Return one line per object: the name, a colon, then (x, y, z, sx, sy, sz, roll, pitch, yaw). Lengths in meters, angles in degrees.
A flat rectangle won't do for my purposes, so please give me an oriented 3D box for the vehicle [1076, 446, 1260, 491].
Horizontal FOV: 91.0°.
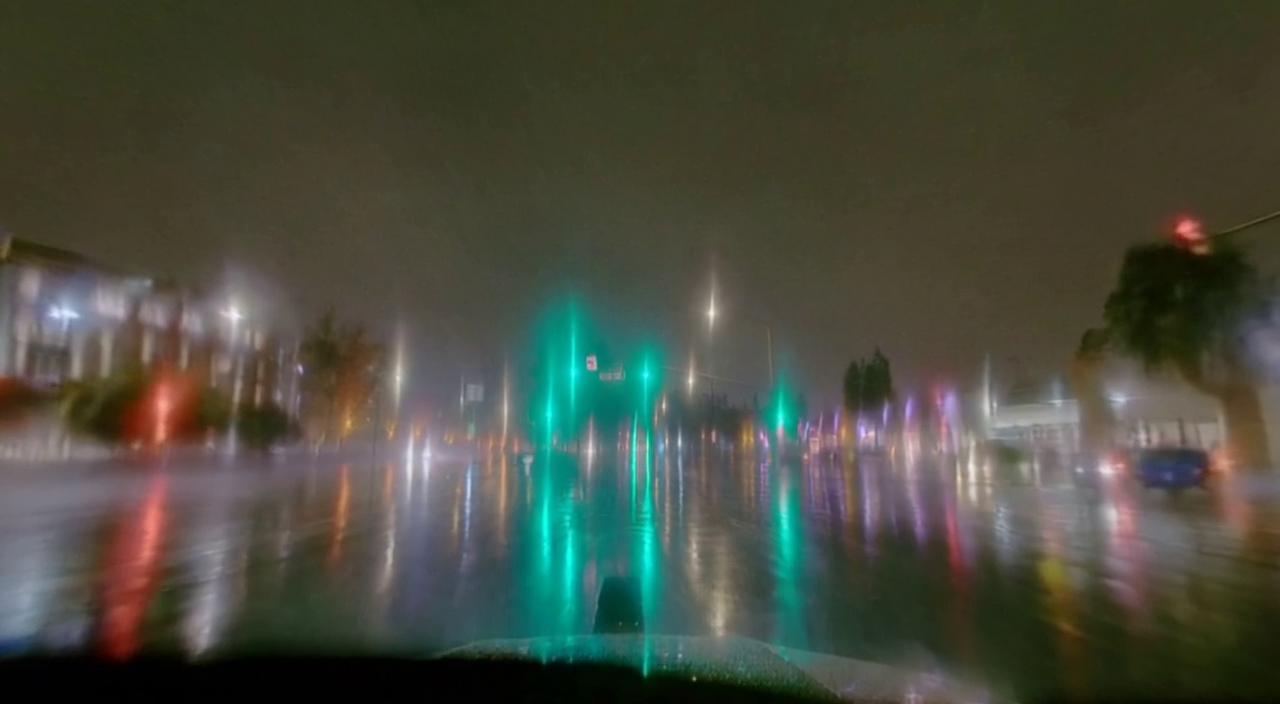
vehicle: (17.800, 3.935, 21.380, 4.583, 1.426, 1.892, 0, -9, -2)
